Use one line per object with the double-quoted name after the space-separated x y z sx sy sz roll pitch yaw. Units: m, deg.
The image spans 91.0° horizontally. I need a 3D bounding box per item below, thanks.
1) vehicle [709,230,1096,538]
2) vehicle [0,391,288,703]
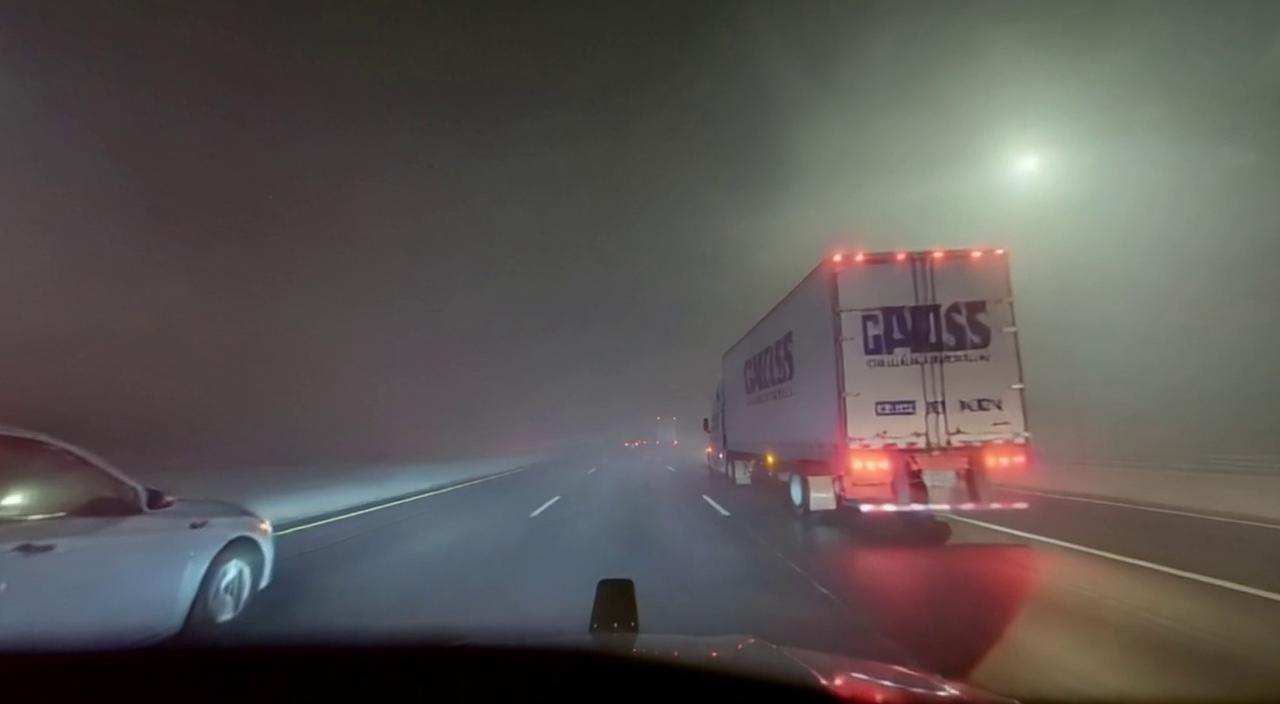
4.178 1.375 15.539 2.976 4.064 14.619 0 -8 -1 "vehicle"
-3.510 0.917 2.388 1.990 1.520 4.100 0 -8 0 "vehicle"
